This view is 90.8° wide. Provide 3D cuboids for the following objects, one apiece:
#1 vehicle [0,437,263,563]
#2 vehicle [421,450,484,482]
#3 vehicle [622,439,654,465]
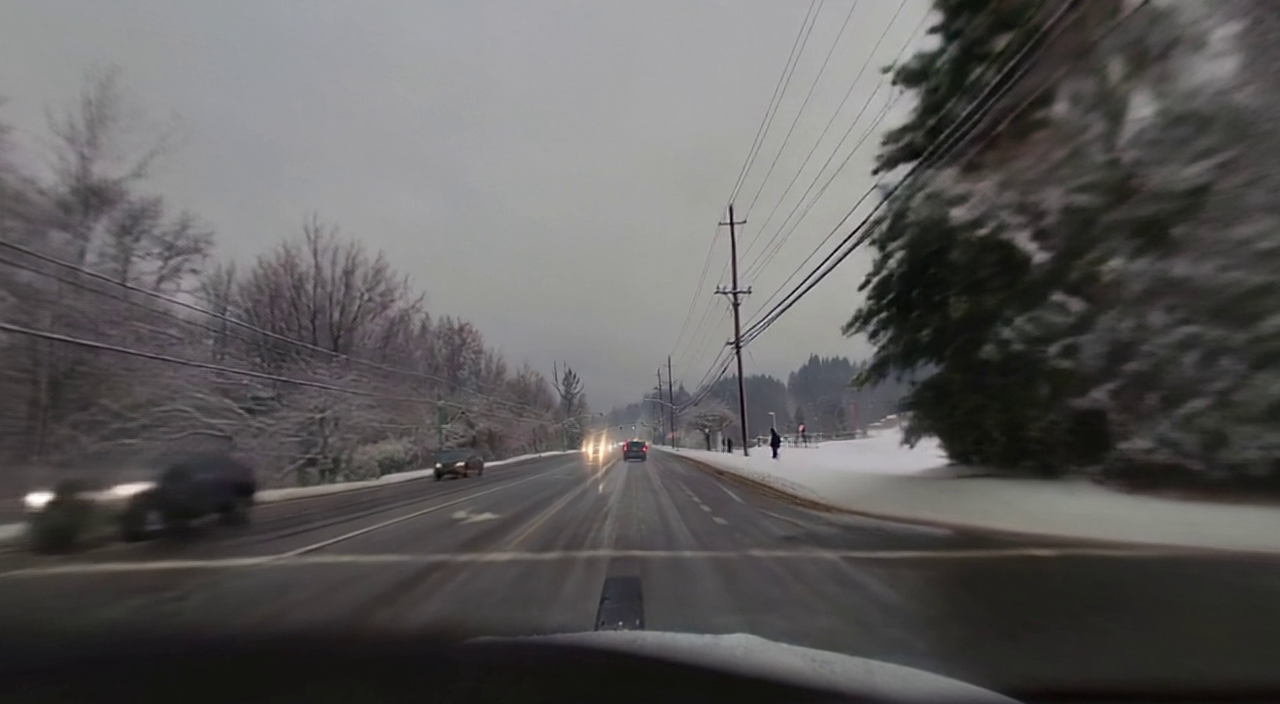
[{"bbox_3d":[-9.122,2.445,11.286,2.084,1.760,4.438,0,-8,-1],"label":"vehicle"},{"bbox_3d":[-9.353,5.696,31.905,1.867,1.456,4.251,0,-8,0],"label":"vehicle"},{"bbox_3d":[-0.169,7.065,44.927,2.163,1.746,4.073,0,-8,-1],"label":"vehicle"}]
